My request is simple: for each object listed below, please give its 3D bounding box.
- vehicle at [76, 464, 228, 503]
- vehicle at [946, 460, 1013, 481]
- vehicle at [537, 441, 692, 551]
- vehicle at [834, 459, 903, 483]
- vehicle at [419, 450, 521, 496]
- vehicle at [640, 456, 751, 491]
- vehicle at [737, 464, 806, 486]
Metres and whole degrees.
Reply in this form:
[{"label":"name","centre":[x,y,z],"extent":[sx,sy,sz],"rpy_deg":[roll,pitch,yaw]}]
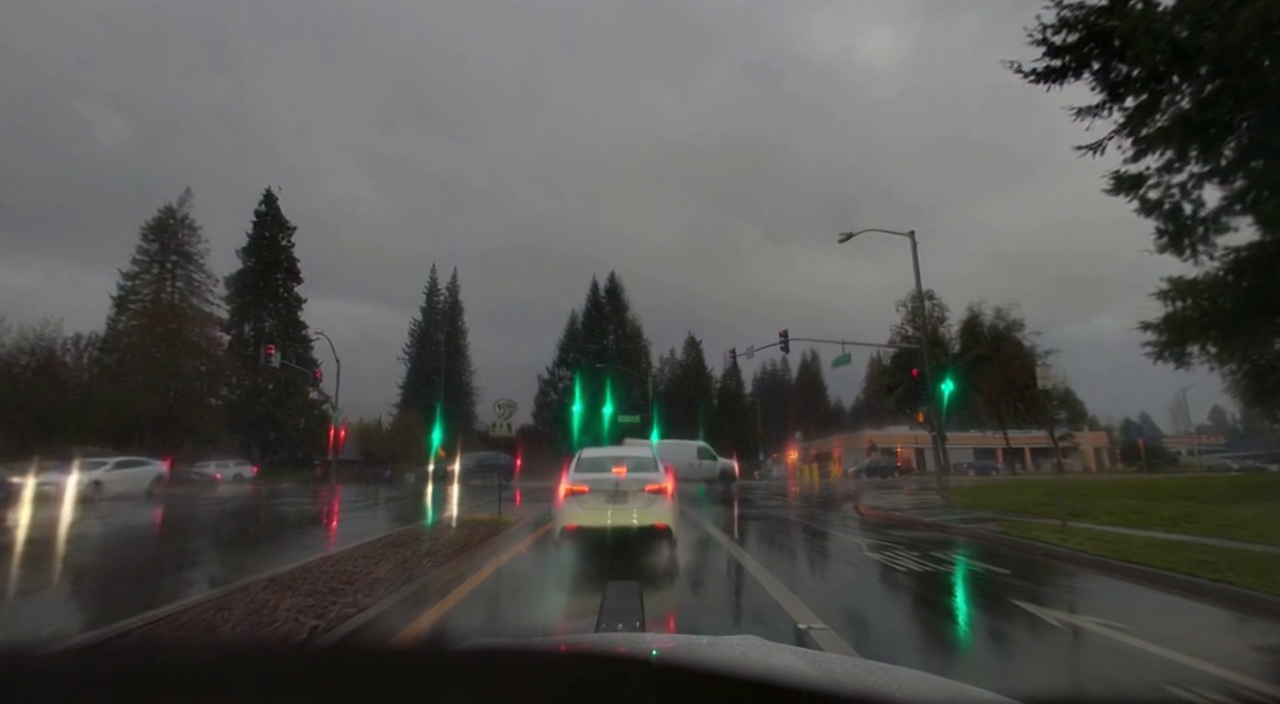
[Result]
[{"label":"vehicle","centre":[-20.087,5.420,26.223],"extent":[4.548,1.449,1.802],"rpy_deg":[2,-9,-13]},{"label":"vehicle","centre":[25.925,9.050,48.316],"extent":[4.358,1.471,1.875],"rpy_deg":[2,-9,-16]},{"label":"vehicle","centre":[-0.412,2.289,10.842],"extent":[2.112,1.479,4.264],"rpy_deg":[0,-8,-2]},{"label":"vehicle","centre":[16.477,8.573,45.636],"extent":[4.337,1.637,1.860],"rpy_deg":[2,-9,-16]},{"label":"vehicle","centre":[-7.431,5.185,27.509],"extent":[4.355,1.789,2.175],"rpy_deg":[-7,-11,41]},{"label":"vehicle","centre":[2.607,5.629,29.472],"extent":[4.838,1.449,2.077],"rpy_deg":[-3,-9,17]},{"label":"vehicle","centre":[9.062,8.497,43.642],"extent":[4.254,1.359,1.895],"rpy_deg":[2,-9,-16]}]
